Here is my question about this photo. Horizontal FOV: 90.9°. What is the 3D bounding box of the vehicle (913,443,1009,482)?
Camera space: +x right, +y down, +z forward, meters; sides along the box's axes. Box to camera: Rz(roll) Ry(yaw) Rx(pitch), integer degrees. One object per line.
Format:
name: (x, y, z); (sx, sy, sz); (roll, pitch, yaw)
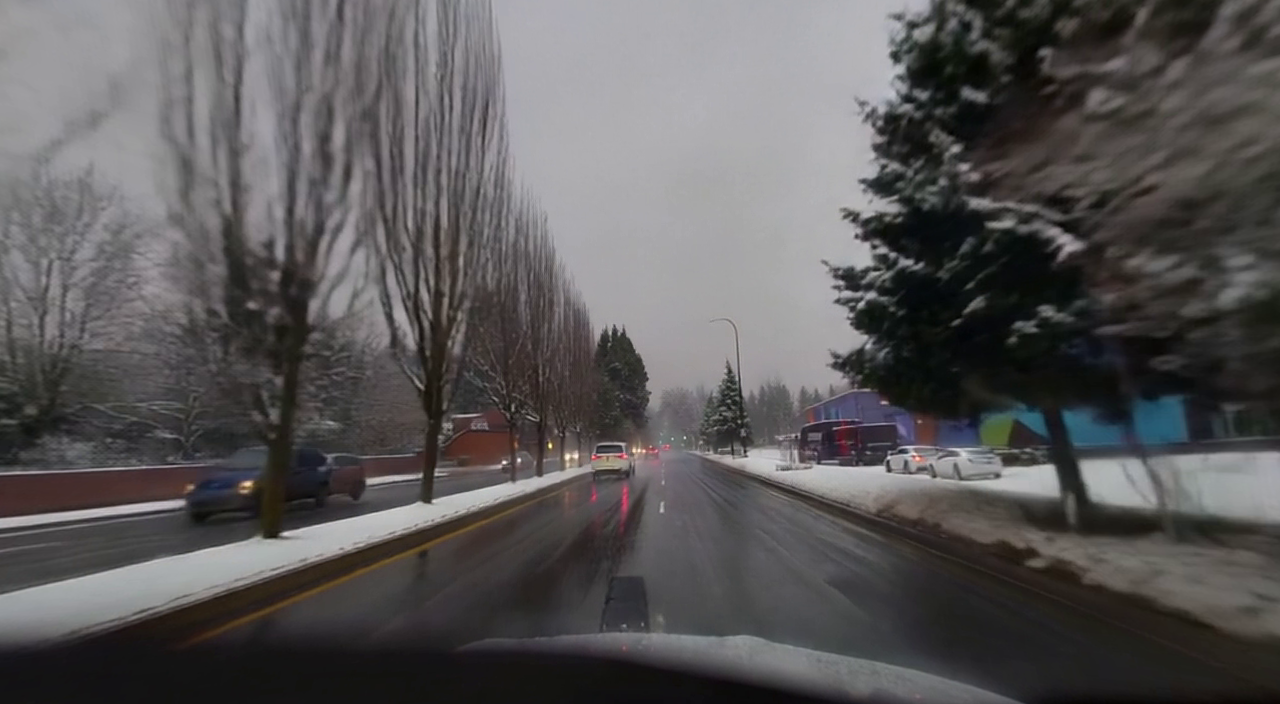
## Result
vehicle: (13.144, 4.534, 26.134); (1.852, 1.457, 4.351); (0, -9, 3)

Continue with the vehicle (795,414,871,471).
vehicle: (14.458, 6.932, 48.366); (2.794, 3.710, 10.785); (-3, -8, 3)

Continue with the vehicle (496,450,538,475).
vehicle: (-9.422, 8.492, 48.666); (1.997, 1.775, 4.585); (-1, -8, 4)

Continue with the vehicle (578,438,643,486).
vehicle: (-1.061, 4.326, 25.061); (2.129, 1.713, 4.314); (0, -8, 3)

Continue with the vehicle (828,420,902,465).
vehicle: (13.653, 5.572, 38.808); (2.507, 2.441, 6.959); (-2, -8, 5)
